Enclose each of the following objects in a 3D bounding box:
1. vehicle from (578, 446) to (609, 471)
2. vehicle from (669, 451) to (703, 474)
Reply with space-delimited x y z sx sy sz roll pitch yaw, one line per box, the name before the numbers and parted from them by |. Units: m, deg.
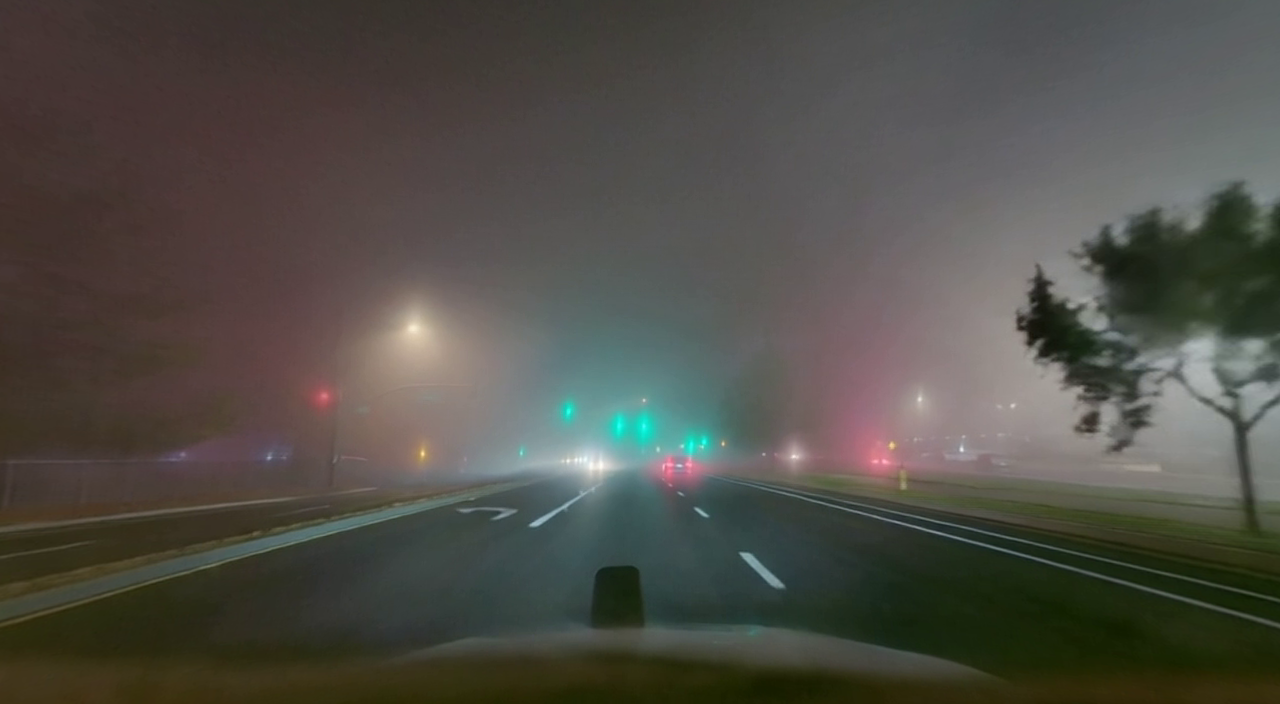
vehicle | -3.549 8.227 48.851 2.078 1.832 4.746 0 -9 -1
vehicle | 3.200 7.834 44.783 2.105 1.490 4.008 0 -9 0
